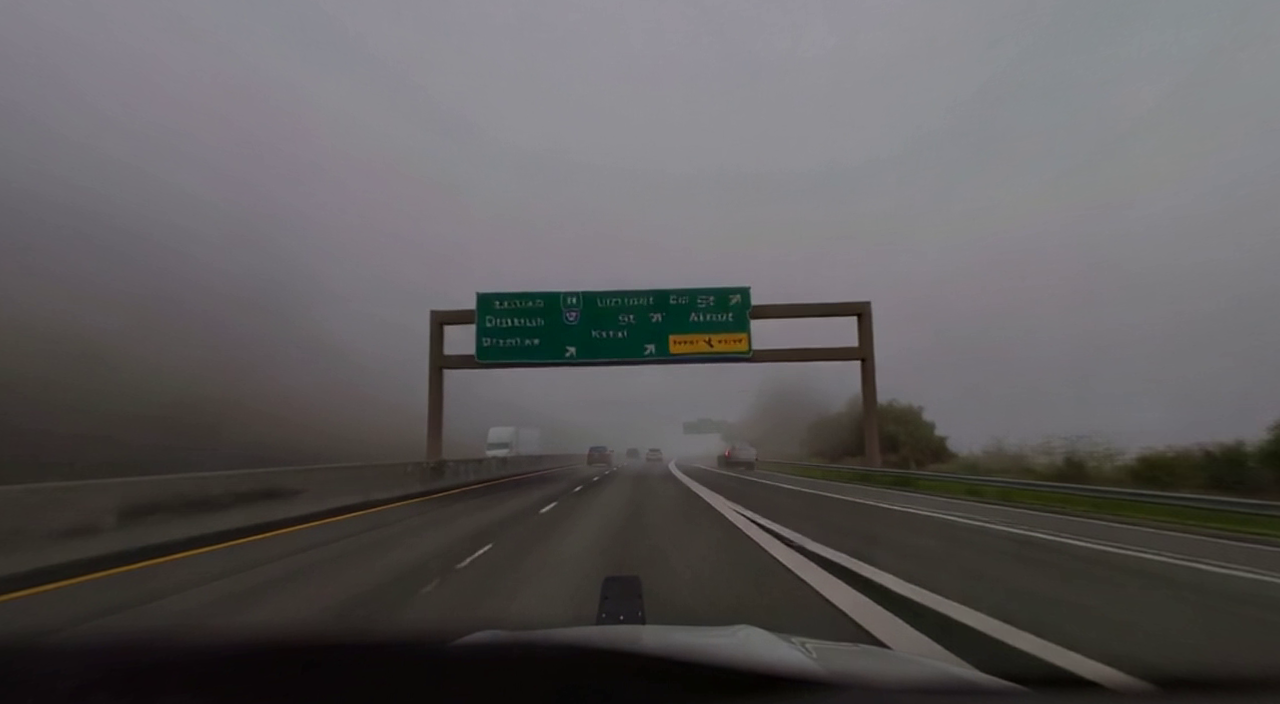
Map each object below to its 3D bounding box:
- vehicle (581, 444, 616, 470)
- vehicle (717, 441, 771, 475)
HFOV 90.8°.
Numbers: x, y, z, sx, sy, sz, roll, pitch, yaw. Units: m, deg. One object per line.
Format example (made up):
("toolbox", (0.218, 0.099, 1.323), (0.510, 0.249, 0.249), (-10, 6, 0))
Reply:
("vehicle", (-2.787, 7.149, 43.187), (2.037, 1.638, 4.274), (0, -9, 1))
("vehicle", (5.370, 5.529, 33.054), (2.021, 1.639, 4.203), (0, -9, -1))
